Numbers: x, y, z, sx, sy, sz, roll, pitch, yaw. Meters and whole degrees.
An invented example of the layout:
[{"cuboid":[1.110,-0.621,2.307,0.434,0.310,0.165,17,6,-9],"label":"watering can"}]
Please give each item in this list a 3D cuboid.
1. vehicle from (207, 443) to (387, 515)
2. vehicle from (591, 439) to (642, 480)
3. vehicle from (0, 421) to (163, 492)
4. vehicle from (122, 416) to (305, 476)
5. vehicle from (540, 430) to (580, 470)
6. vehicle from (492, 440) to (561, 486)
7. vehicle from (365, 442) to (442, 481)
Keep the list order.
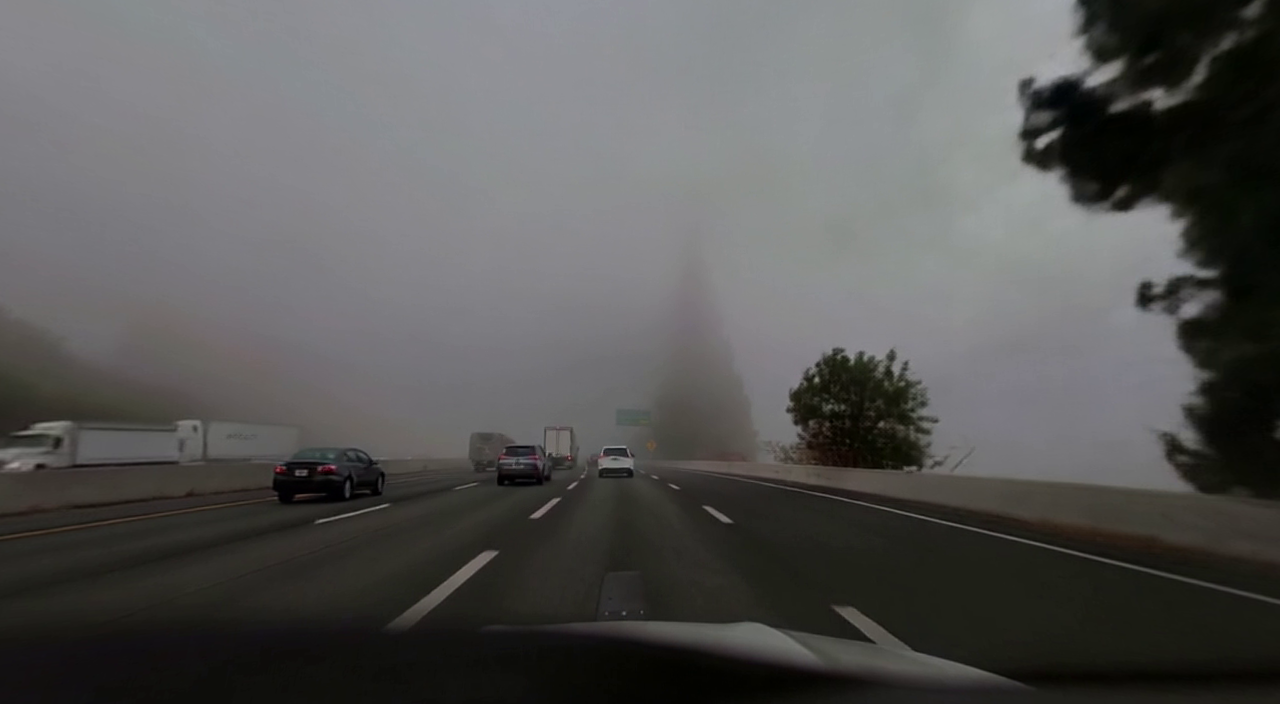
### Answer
[{"cuboid":[-8.020,2.964,15.327,1.896,1.465,4.399,0,-8,0],"label":"vehicle"},{"cuboid":[-1.037,4.658,27.568,2.092,1.671,3.772,0,-8,-3],"label":"vehicle"},{"cuboid":[-16.422,2.928,17.935,2.044,1.747,4.769,0,-8,-2],"label":"vehicle"},{"cuboid":[-24.777,5.661,38.046,3.003,2.982,12.570,0,-8,-3],"label":"vehicle"},{"cuboid":[-5.588,6.938,44.794,2.279,2.672,5.256,0,-8,-2],"label":"vehicle"},{"cuboid":[-4.333,4.279,24.737,2.005,1.631,4.295,0,-8,-1],"label":"vehicle"},{"cuboid":[-11.999,5.576,32.423,2.079,1.807,5.187,0,-8,-2],"label":"vehicle"}]
